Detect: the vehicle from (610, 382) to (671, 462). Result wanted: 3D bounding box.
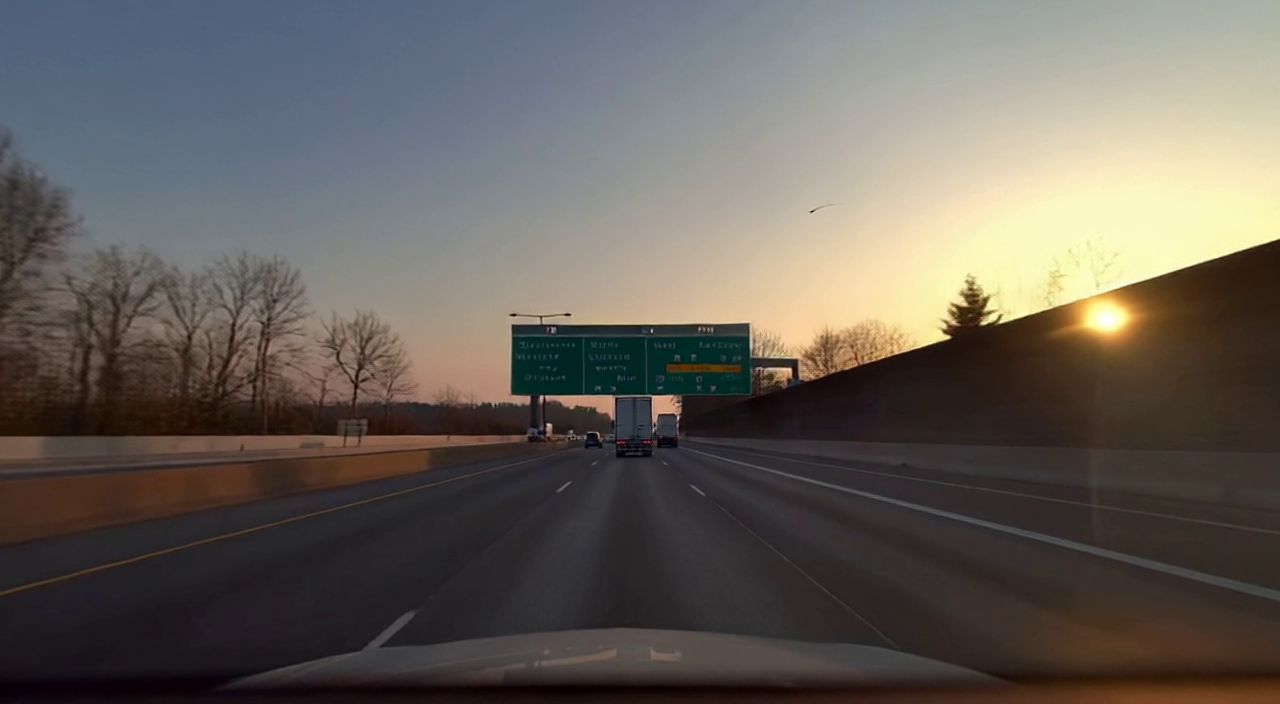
[{"bbox_3d":[-0.020,4.560,39.440,2.965,3.972,16.689,0,-8,0],"label":"vehicle"}]
